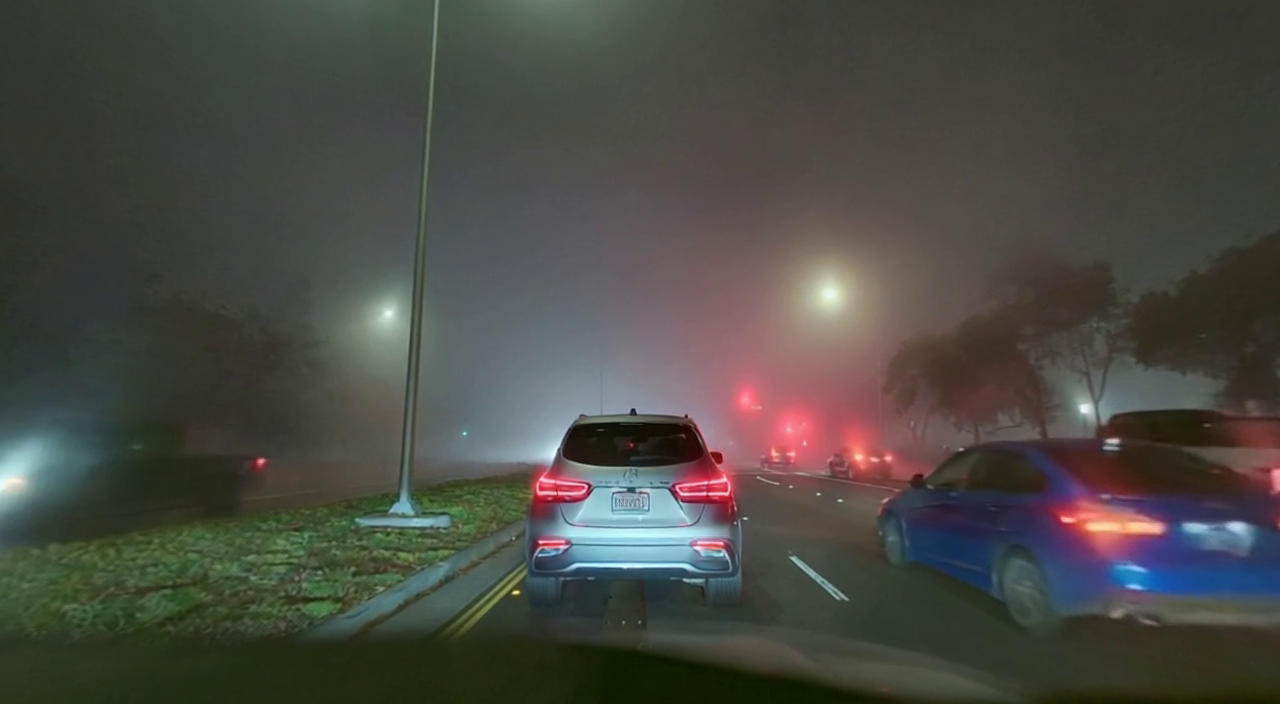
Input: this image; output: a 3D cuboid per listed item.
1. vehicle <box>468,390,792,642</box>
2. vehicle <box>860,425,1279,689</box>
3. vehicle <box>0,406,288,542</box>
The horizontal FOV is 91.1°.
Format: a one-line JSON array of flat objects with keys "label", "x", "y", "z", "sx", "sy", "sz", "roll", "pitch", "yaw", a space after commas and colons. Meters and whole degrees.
[{"label": "vehicle", "x": -0.083, "y": 1.408, "z": 6.340, "sx": 2.172, "sy": 1.694, "sz": 4.055, "roll": 0, "pitch": -8, "yaw": 0}, {"label": "vehicle", "x": 3.845, "y": 1.485, "z": 5.774, "sx": 2.058, "sy": 1.468, "sz": 4.339, "roll": 0, "pitch": -9, "yaw": 0}, {"label": "vehicle", "x": -9.742, "y": 2.189, "z": 11.979, "sx": 2.575, "sy": 1.940, "sz": 5.755, "roll": 0, "pitch": -9, "yaw": 2}]
